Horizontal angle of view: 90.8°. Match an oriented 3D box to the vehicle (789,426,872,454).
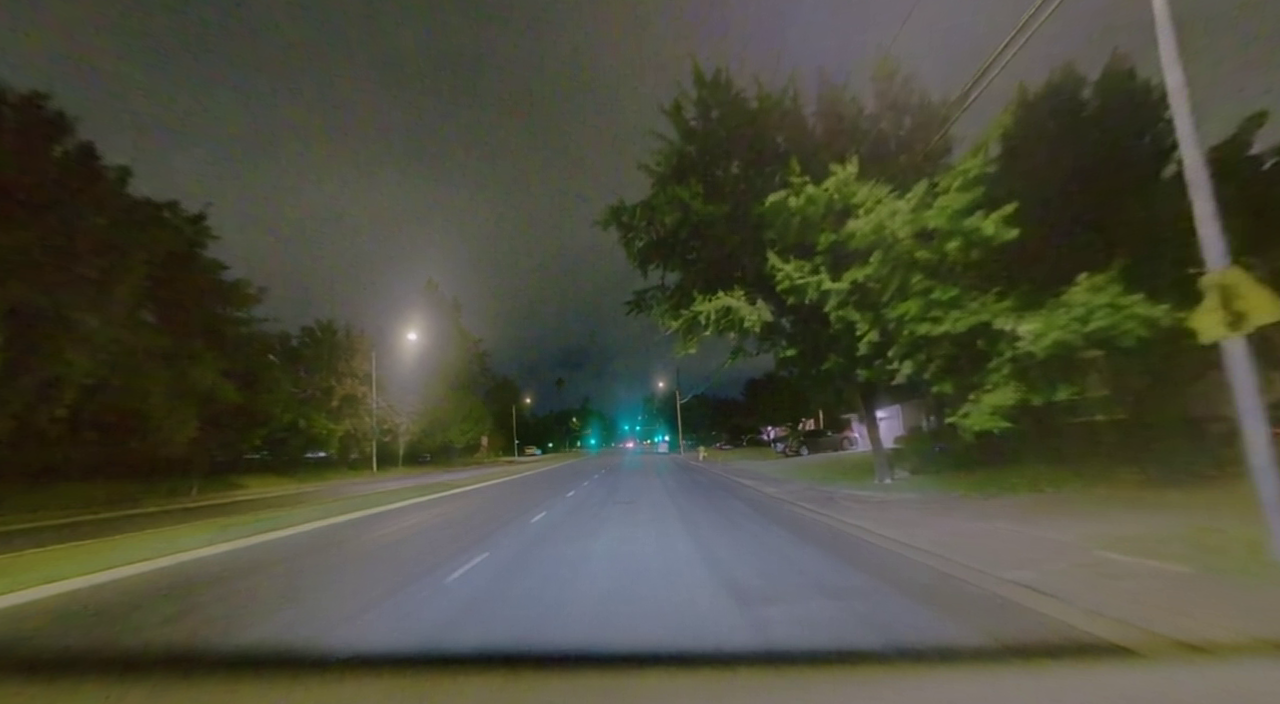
[{"bbox_3d":[11.851,5.537,39.552,4.545,1.680,2.001,-1,-8,4],"label":"vehicle"}]
